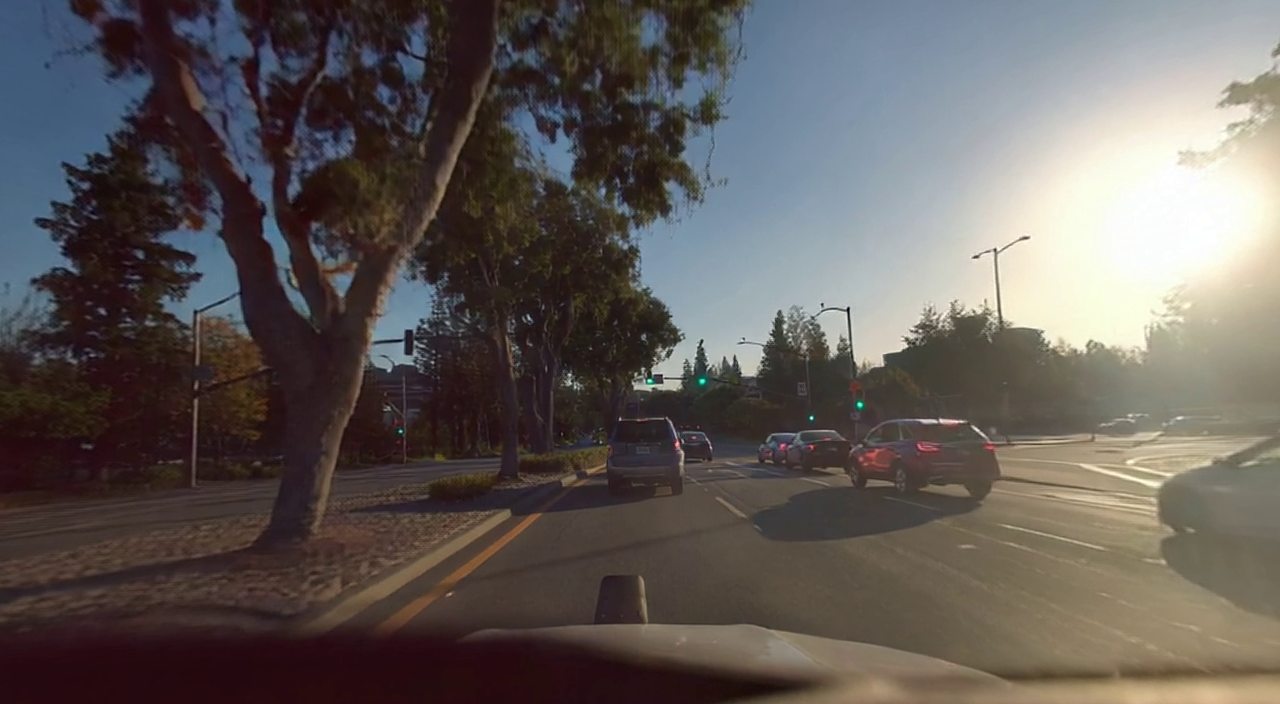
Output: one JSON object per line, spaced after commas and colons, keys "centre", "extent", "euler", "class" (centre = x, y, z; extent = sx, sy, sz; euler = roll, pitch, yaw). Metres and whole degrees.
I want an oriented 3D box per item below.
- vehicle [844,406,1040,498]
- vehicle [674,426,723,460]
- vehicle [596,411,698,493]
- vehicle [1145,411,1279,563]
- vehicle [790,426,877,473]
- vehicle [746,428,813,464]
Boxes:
{"centre": [7.106, 2.471, 15.763], "extent": [2.251, 1.873, 5.346], "euler": [0, -9, 0], "class": "vehicle"}
{"centre": [3.323, 5.350, 36.902], "extent": [2.388, 1.833, 4.506], "euler": [0, -9, -1], "class": "vehicle"}
{"centre": [0.159, 2.641, 16.808], "extent": [2.353, 1.894, 4.122], "euler": [0, -9, 0], "class": "vehicle"}
{"centre": [7.387, 1.217, 5.482], "extent": [2.004, 1.504, 4.836], "euler": [0, -9, 0], "class": "vehicle"}
{"centre": [7.348, 3.785, 24.500], "extent": [2.025, 1.642, 4.189], "euler": [0, -9, 0], "class": "vehicle"}
{"centre": [7.368, 5.042, 33.894], "extent": [2.440, 1.775, 4.791], "euler": [0, -9, 0], "class": "vehicle"}
